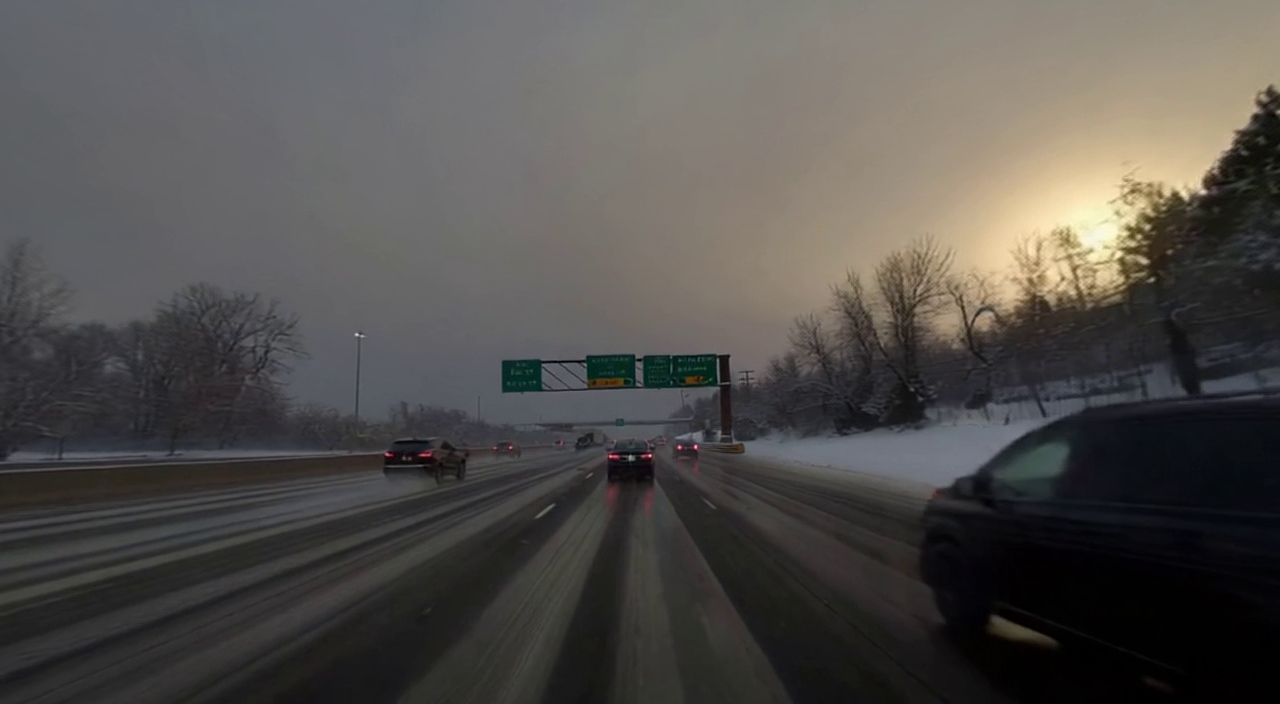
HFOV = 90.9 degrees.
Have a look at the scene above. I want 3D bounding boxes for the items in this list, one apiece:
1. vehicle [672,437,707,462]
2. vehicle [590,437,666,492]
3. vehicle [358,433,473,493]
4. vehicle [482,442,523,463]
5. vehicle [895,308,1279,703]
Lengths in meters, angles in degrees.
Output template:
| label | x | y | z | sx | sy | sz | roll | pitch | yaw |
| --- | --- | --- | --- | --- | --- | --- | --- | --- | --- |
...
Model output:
| label | x | y | z | sx | sy | sz | roll | pitch | yaw |
| --- | --- | --- | --- | --- | --- | --- | --- | --- | --- |
| vehicle | 3.565 | 7.077 | 46.042 | 2.100 | 1.707 | 4.342 | 0 | -8 | -2 |
| vehicle | -0.325 | 3.346 | 19.067 | 2.042 | 1.446 | 4.269 | 0 | -8 | 0 |
| vehicle | -6.928 | 3.461 | 19.984 | 2.060 | 1.669 | 4.242 | 0 | -8 | 0 |
| vehicle | -10.555 | 7.776 | 48.819 | 2.019 | 1.510 | 4.992 | 0 | -8 | 1 |
| vehicle | 3.425 | 0.917 | 3.704 | 2.001 | 1.771 | 4.250 | 0 | -8 | -1 |
